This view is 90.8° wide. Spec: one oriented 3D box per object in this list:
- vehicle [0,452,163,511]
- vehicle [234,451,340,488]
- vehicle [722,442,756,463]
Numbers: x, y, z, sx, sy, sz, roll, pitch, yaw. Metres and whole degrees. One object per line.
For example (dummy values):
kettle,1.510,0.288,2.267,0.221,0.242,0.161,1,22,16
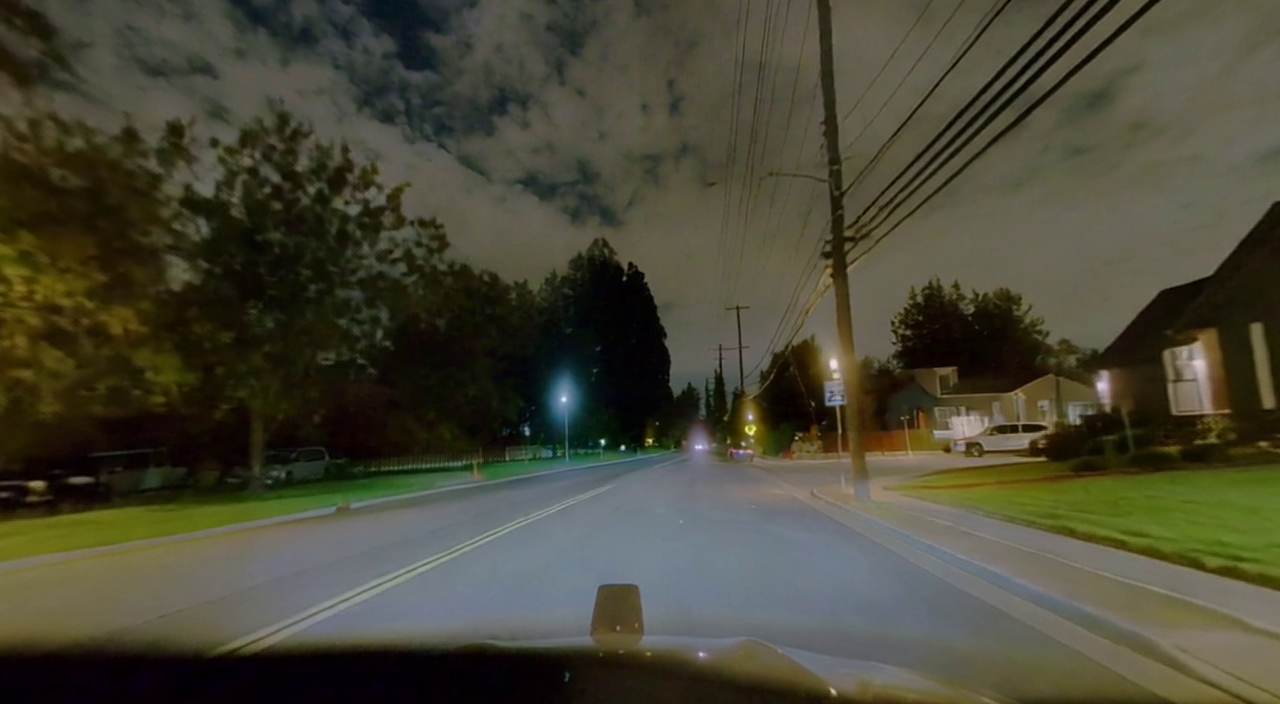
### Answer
vehicle,-18.389,4.096,20.346,4.392,1.692,1.978,4,-9,-26
vehicle,-16.812,5.585,30.343,4.123,1.603,1.906,3,-9,-22
vehicle,6.915,7.058,44.596,1.990,1.435,4.526,-1,-8,5
